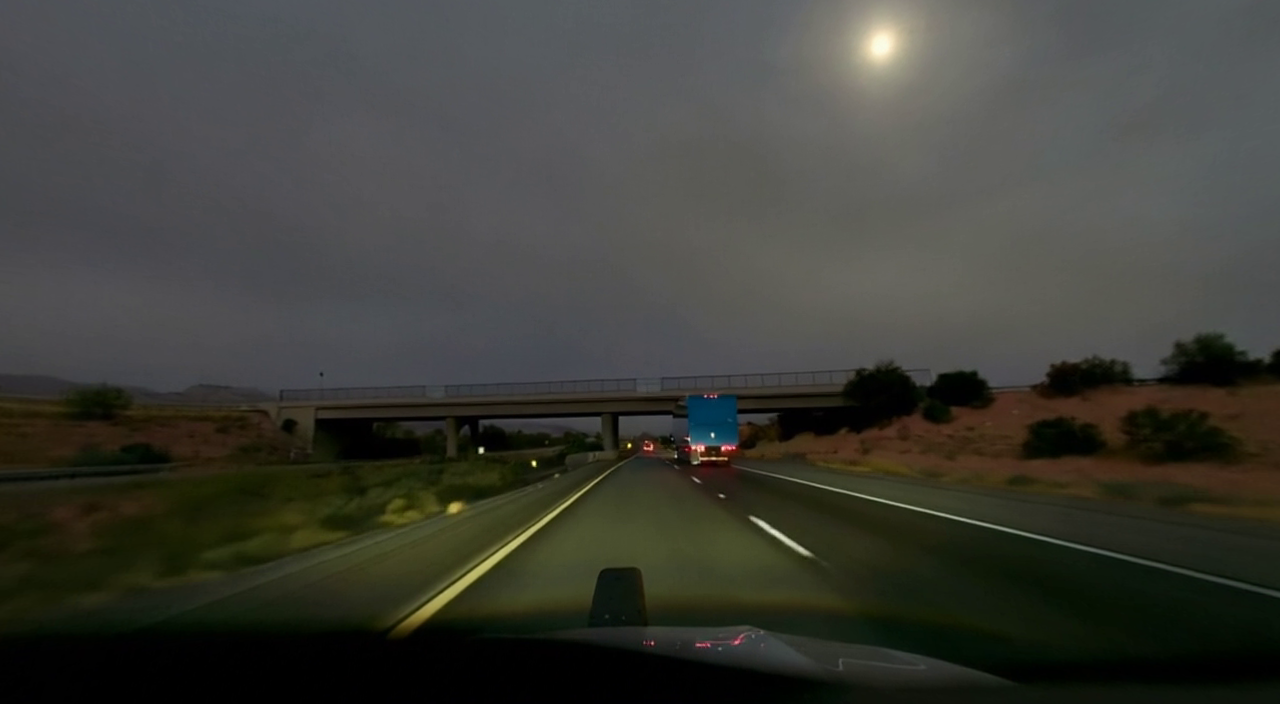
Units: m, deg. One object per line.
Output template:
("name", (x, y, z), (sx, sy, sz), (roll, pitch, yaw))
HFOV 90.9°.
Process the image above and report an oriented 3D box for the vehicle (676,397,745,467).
("vehicle", (4.187, 5.157, 40.032), (3.024, 3.834, 10.128), (0, -8, -1))
